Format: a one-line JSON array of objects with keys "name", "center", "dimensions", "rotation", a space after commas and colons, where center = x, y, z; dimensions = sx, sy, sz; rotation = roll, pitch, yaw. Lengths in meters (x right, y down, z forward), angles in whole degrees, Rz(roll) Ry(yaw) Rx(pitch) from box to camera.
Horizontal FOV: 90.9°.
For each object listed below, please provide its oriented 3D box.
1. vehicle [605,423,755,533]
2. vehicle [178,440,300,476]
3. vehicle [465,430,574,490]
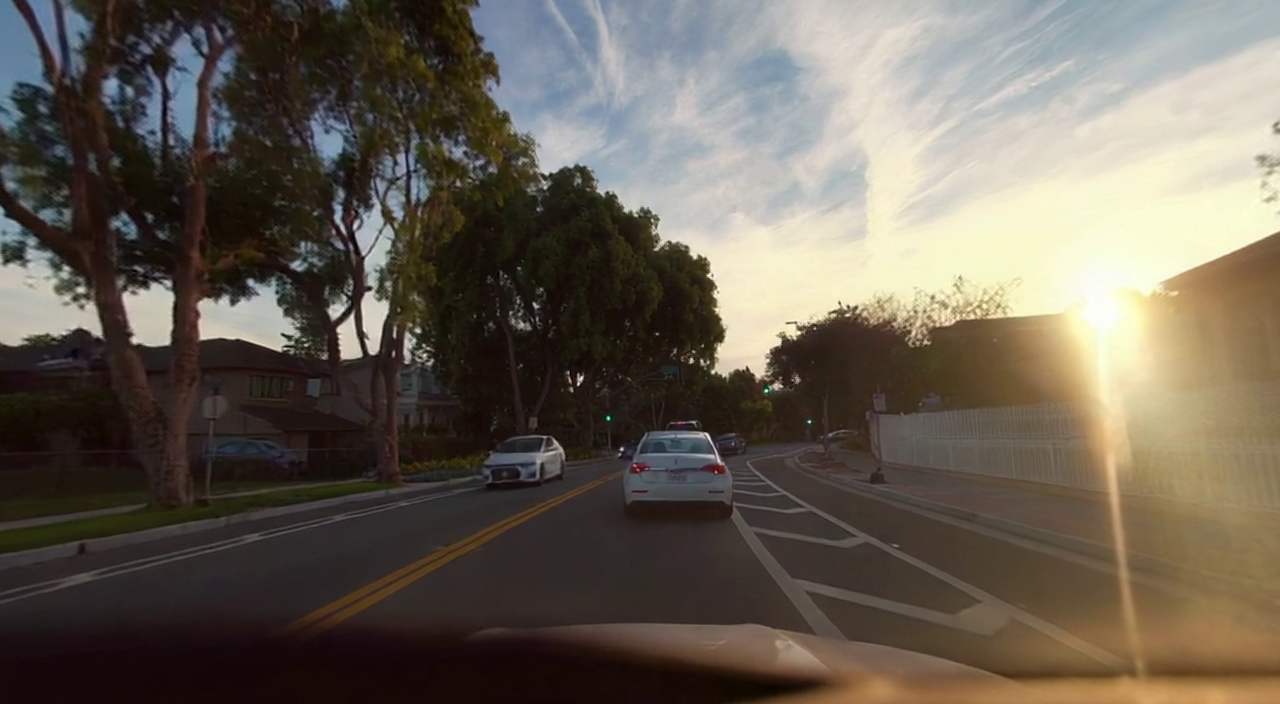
[{"name": "vehicle", "center": [0.622, 2.039, 10.772], "dimensions": [2.070, 1.516, 3.936], "rotation": [0, -8, 2]}, {"name": "vehicle", "center": [-17.432, 4.627, 27.500], "dimensions": [4.069, 1.445, 2.063], "rotation": [-2, -9, 10]}, {"name": "vehicle", "center": [-3.676, 3.413, 20.284], "dimensions": [2.082, 1.682, 4.623], "rotation": [-1, -8, 7]}]
